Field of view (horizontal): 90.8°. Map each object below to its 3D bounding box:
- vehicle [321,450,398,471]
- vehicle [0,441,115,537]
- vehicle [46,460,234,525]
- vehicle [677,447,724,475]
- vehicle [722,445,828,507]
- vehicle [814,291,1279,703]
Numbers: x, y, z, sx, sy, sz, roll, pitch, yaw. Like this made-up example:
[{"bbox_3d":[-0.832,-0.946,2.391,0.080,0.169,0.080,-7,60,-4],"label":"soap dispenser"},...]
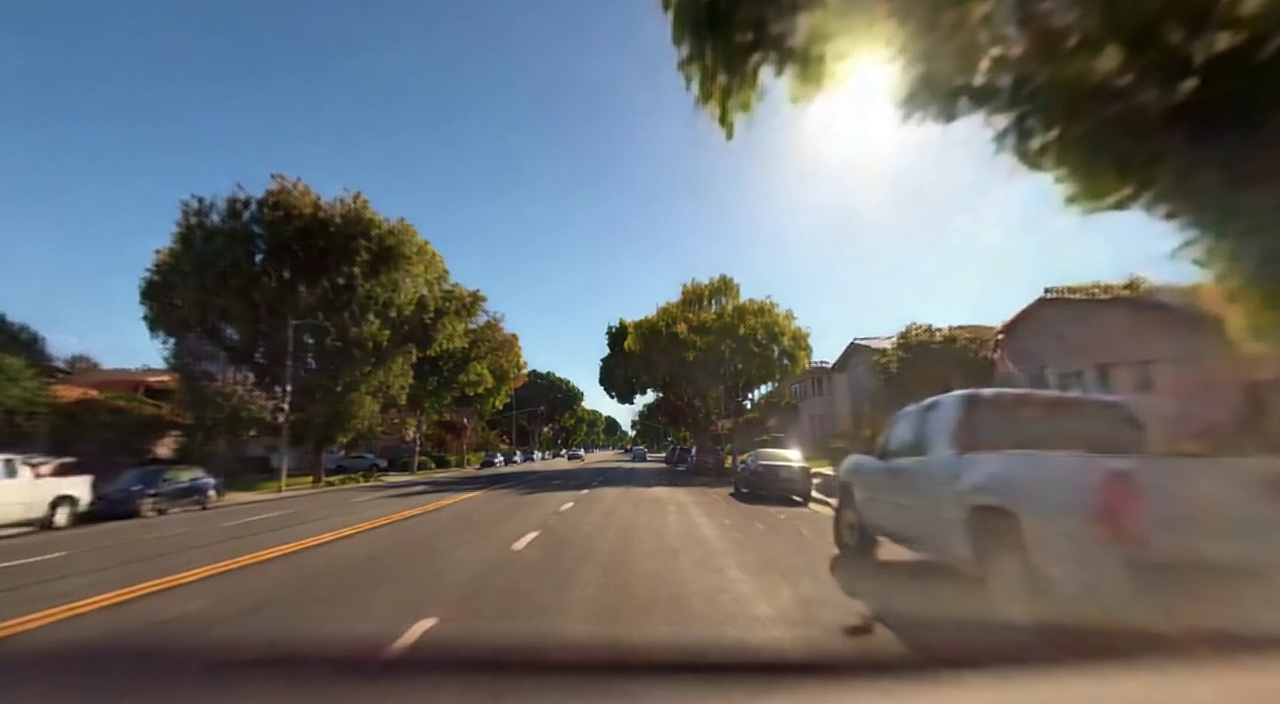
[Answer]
[{"bbox_3d":[-21.317,8.279,48.096,4.870,1.529,2.004,0,-9,0],"label":"vehicle"},{"bbox_3d":[-13.915,2.853,12.769,2.213,1.903,5.326,-4,-9,-2],"label":"vehicle"},{"bbox_3d":[-13.908,3.890,17.987,1.798,1.486,4.353,0,-8,-1],"label":"vehicle"},{"bbox_3d":[3.330,6.145,35.985,2.158,1.477,5.135,0,-8,0],"label":"vehicle"},{"bbox_3d":[3.502,3.295,17.328,2.009,1.468,4.414,0,-8,1],"label":"vehicle"},{"bbox_3d":[3.601,1.202,5.637,2.327,2.026,6.259,0,-8,0],"label":"vehicle"}]
